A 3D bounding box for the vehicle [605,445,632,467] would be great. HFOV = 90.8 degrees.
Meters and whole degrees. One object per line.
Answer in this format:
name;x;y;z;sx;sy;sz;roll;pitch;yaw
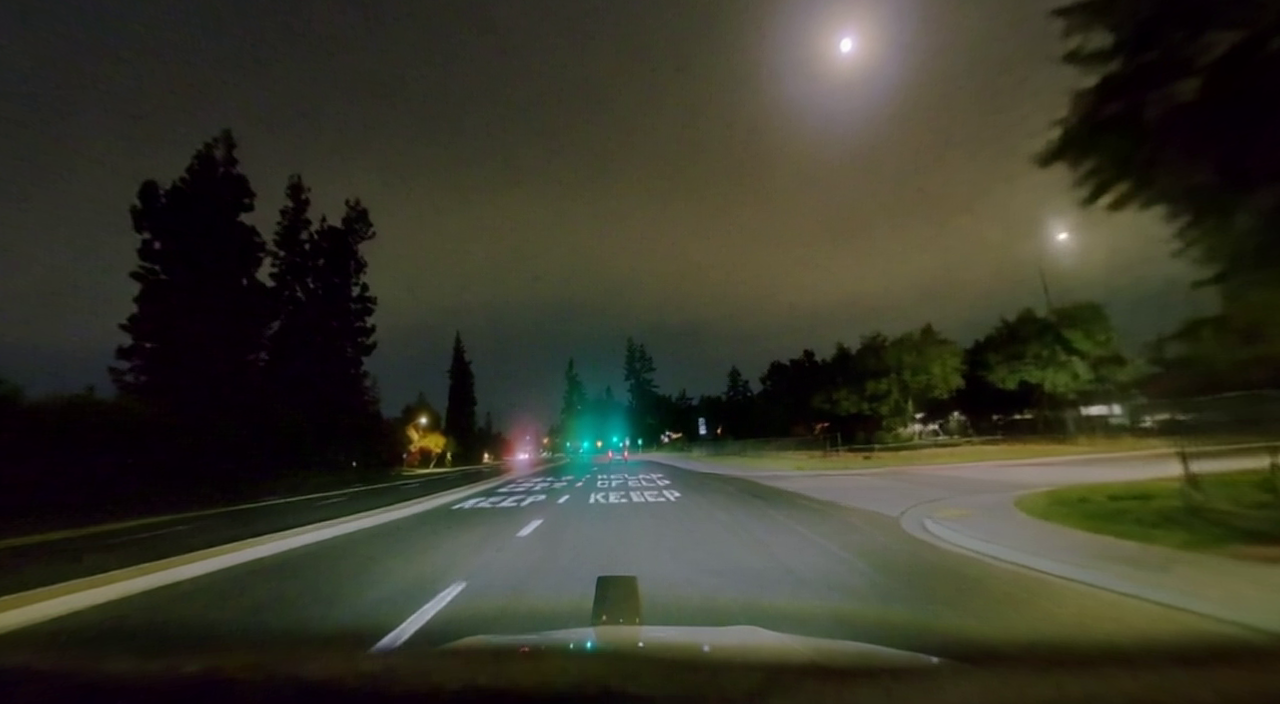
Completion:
vehicle;-1.731;8.179;49.980;2.045;1.613;4.210;0;-9;-2
